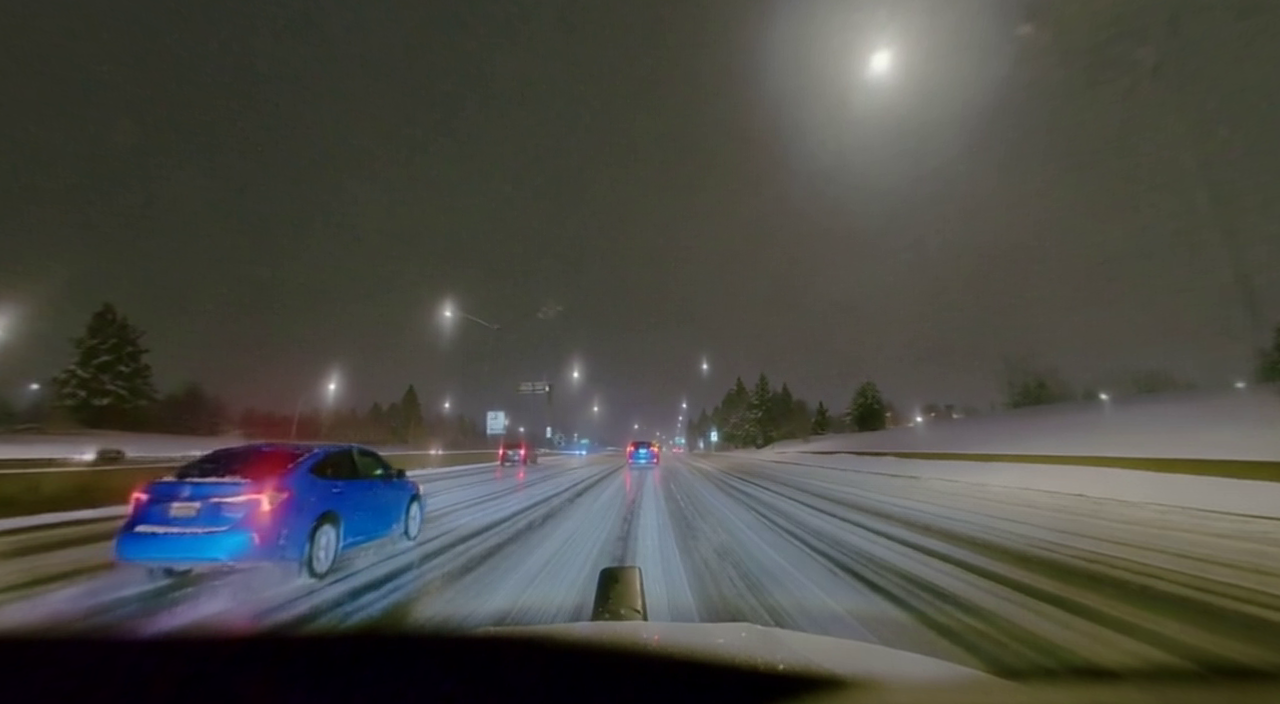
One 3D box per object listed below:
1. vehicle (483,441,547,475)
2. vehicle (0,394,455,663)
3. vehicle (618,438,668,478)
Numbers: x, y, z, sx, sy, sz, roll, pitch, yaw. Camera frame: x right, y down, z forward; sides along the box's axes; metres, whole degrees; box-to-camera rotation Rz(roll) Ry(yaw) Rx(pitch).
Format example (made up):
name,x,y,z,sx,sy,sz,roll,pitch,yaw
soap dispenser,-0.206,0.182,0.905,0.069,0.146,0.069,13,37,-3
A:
name,x,y,z,sx,sy,sz,roll,pitch,yaw
vehicle,-6.103,5.204,31.140,1.994,1.519,4.668,0,-9,3
vehicle,-3.642,1.413,6.157,2.124,1.607,4.531,0,-9,2
vehicle,0.182,4.841,28.847,2.155,1.690,4.318,0,-9,1
